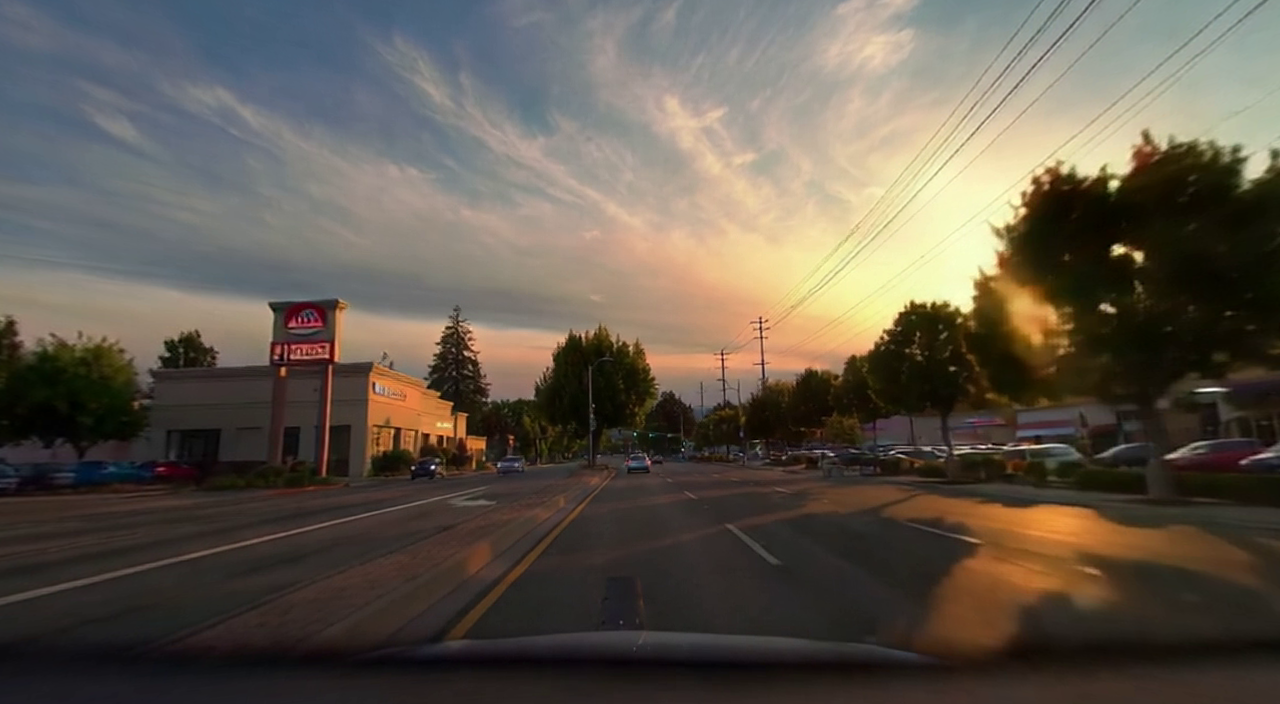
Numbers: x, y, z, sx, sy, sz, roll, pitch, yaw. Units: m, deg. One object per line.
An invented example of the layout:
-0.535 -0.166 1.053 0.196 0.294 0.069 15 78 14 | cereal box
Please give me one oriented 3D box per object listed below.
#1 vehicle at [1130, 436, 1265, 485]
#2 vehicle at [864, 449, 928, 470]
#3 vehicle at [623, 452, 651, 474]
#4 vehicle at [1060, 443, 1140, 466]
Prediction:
20.988 4.054 23.760 4.558 1.657 2.149 5 -10 -27 | vehicle
19.623 8.205 48.384 4.333 1.532 2.037 4 -10 -24 | vehicle
-0.226 8.505 48.615 2.065 1.521 4.306 0 -9 -1 | vehicle
32.374 7.218 44.556 3.999 1.581 1.975 0 -9 1 | vehicle
